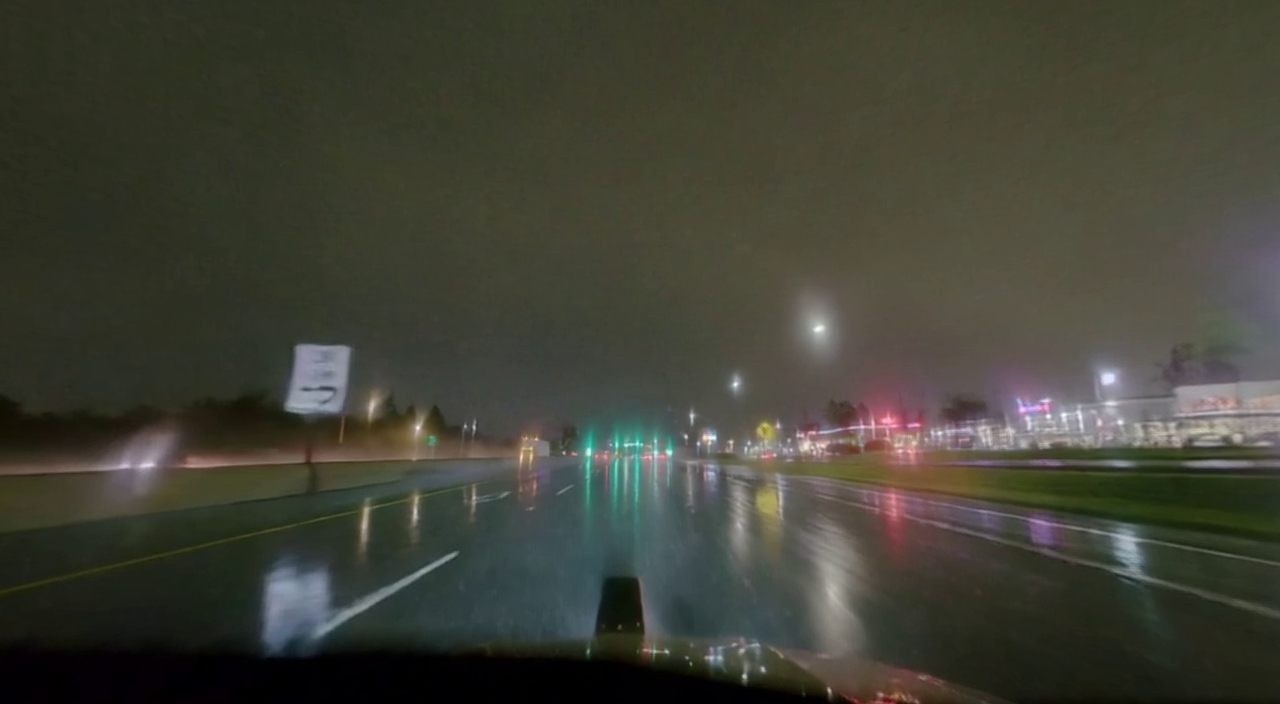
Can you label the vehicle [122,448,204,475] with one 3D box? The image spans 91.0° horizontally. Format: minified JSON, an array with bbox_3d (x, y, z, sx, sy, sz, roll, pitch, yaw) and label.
[{"bbox_3d":[-30.100,6.894,39.938,1.914,1.618,4.488,1,-9,-4],"label":"vehicle"}]
